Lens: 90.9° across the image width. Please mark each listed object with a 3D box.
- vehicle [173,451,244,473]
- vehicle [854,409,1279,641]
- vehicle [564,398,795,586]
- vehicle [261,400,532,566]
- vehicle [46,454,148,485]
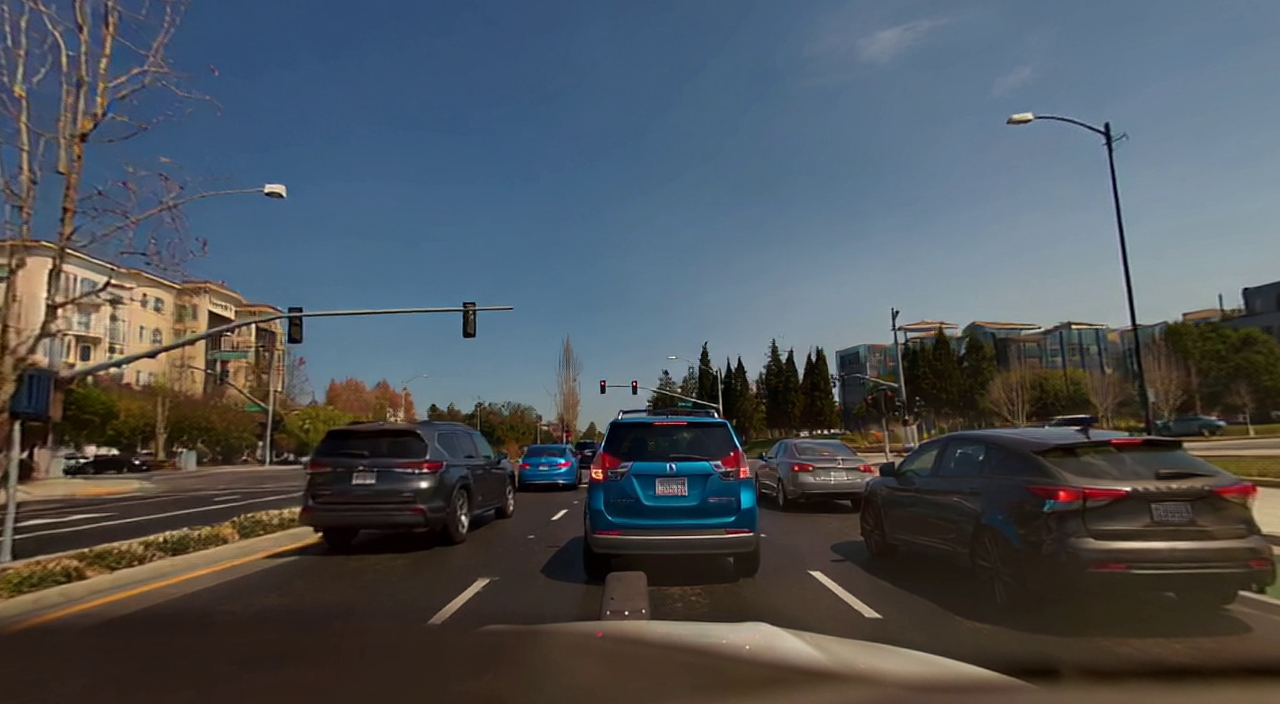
[{"bbox_3d":[-32.726,8.332,47.887,4.067,1.593,1.810,-1,-8,3],"label":"vehicle"},{"bbox_3d":[3.914,1.493,6.435,1.954,1.592,3.992,0,-8,-1],"label":"vehicle"},{"bbox_3d":[0.387,1.652,8.222,2.172,1.764,4.338,0,-8,0],"label":"vehicle"},{"bbox_3d":[-3.113,1.815,9.492,2.054,1.814,4.941,0,-8,1],"label":"vehicle"},{"bbox_3d":[-31.209,6.746,36.302,4.395,1.636,1.926,-1,-9,9],"label":"vehicle"}]
